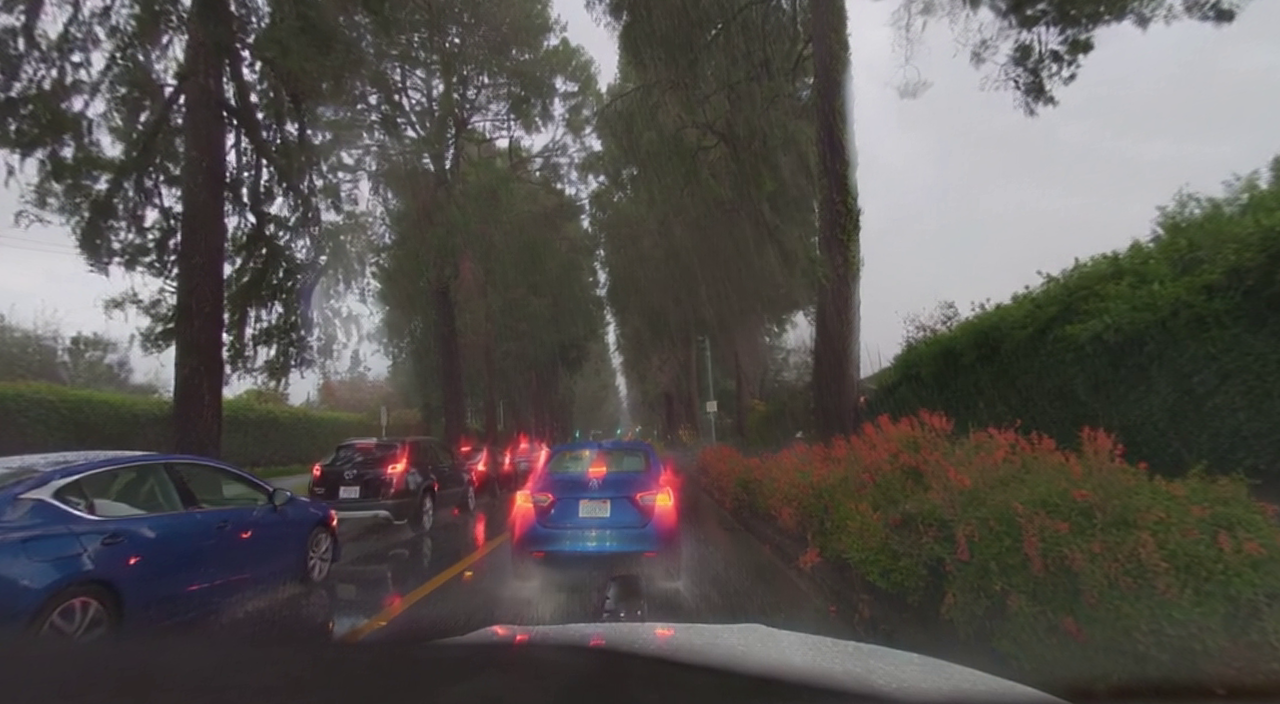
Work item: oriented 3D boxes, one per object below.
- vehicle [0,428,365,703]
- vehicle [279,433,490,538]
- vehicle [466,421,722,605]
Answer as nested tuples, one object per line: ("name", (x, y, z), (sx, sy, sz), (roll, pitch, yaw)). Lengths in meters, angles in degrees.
("vehicle", (-3.810, 1.289, 4.469), (1.784, 1.408, 4.141), (0, -8, 1))
("vehicle", (-4.257, 2.276, 11.471), (1.898, 1.503, 4.453), (0, -8, 1))
("vehicle", (-0.417, 1.645, 7.393), (2.127, 1.517, 4.090), (0, -8, -1))
